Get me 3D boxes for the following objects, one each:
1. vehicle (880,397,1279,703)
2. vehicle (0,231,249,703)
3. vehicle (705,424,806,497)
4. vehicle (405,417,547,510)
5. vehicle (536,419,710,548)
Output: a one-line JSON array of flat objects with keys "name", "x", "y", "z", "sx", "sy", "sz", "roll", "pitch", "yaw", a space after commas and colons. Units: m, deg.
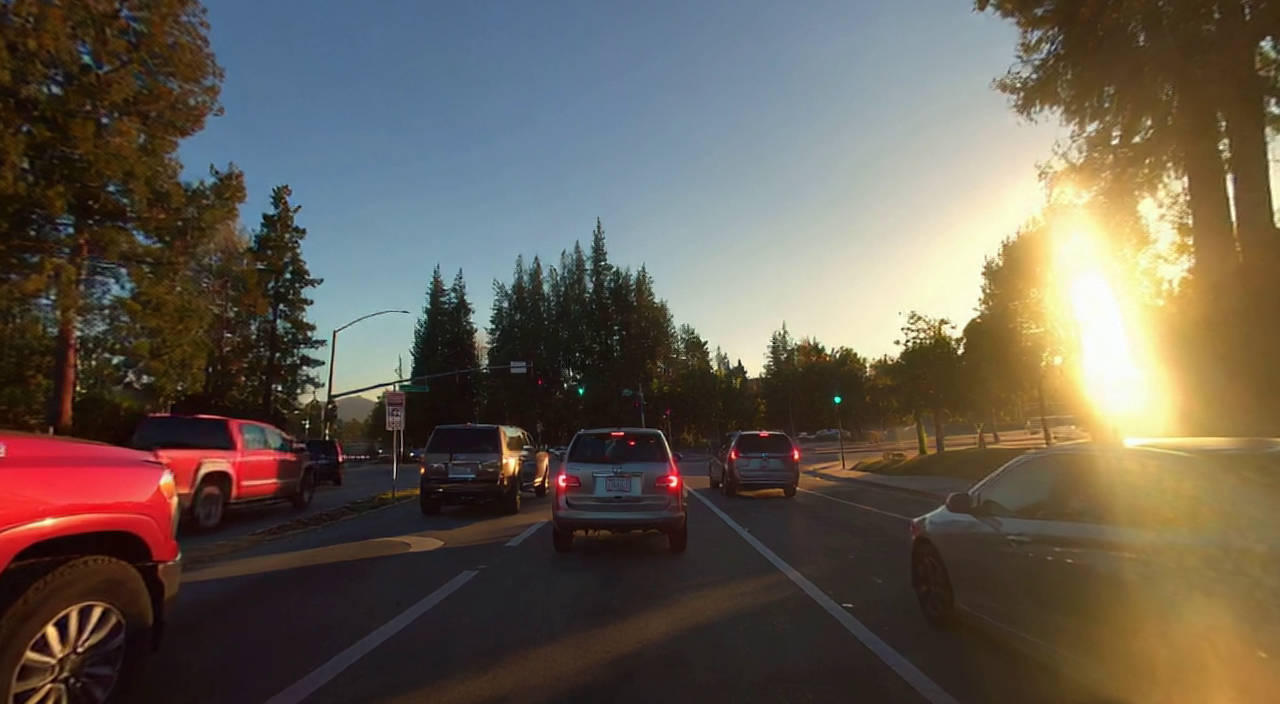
[{"name": "vehicle", "x": 3.013, "y": 1.033, "z": 3.019, "sx": 1.874, "sy": 1.477, "sz": 4.698, "roll": 0, "pitch": -8, "yaw": 0}, {"name": "vehicle", "x": -3.469, "y": 0.374, "z": 0.444, "sx": 2.656, "sy": 2.021, "sz": 5.800, "roll": 0, "pitch": -8, "yaw": 0}, {"name": "vehicle", "x": 3.184, "y": 3.114, "z": 18.434, "sx": 2.102, "sy": 1.841, "sz": 4.587, "roll": 0, "pitch": -8, "yaw": 0}, {"name": "vehicle", "x": -3.637, "y": 2.572, "z": 14.979, "sx": 2.089, "sy": 1.857, "sz": 4.488, "roll": 0, "pitch": -8, "yaw": 1}, {"name": "vehicle", "x": -0.223, "y": 1.938, "z": 9.890, "sx": 2.194, "sy": 1.607, "sz": 3.690, "roll": 0, "pitch": -8, "yaw": 0}]
